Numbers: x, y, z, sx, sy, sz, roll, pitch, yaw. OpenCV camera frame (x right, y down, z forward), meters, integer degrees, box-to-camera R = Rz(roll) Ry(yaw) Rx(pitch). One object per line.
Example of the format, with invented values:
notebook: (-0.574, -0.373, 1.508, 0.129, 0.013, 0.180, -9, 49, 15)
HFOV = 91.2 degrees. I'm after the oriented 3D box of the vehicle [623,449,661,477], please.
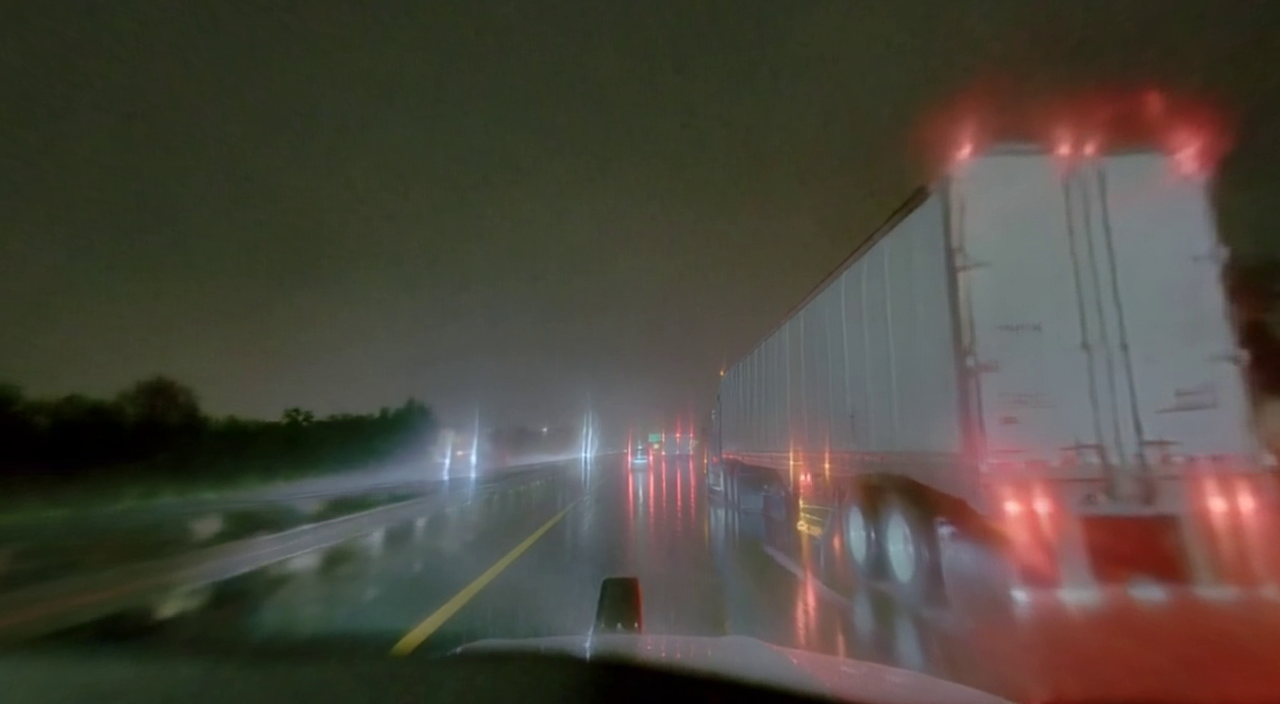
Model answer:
vehicle: (0.091, 6.292, 35.776, 2.083, 1.473, 3.923, 0, -9, -1)
